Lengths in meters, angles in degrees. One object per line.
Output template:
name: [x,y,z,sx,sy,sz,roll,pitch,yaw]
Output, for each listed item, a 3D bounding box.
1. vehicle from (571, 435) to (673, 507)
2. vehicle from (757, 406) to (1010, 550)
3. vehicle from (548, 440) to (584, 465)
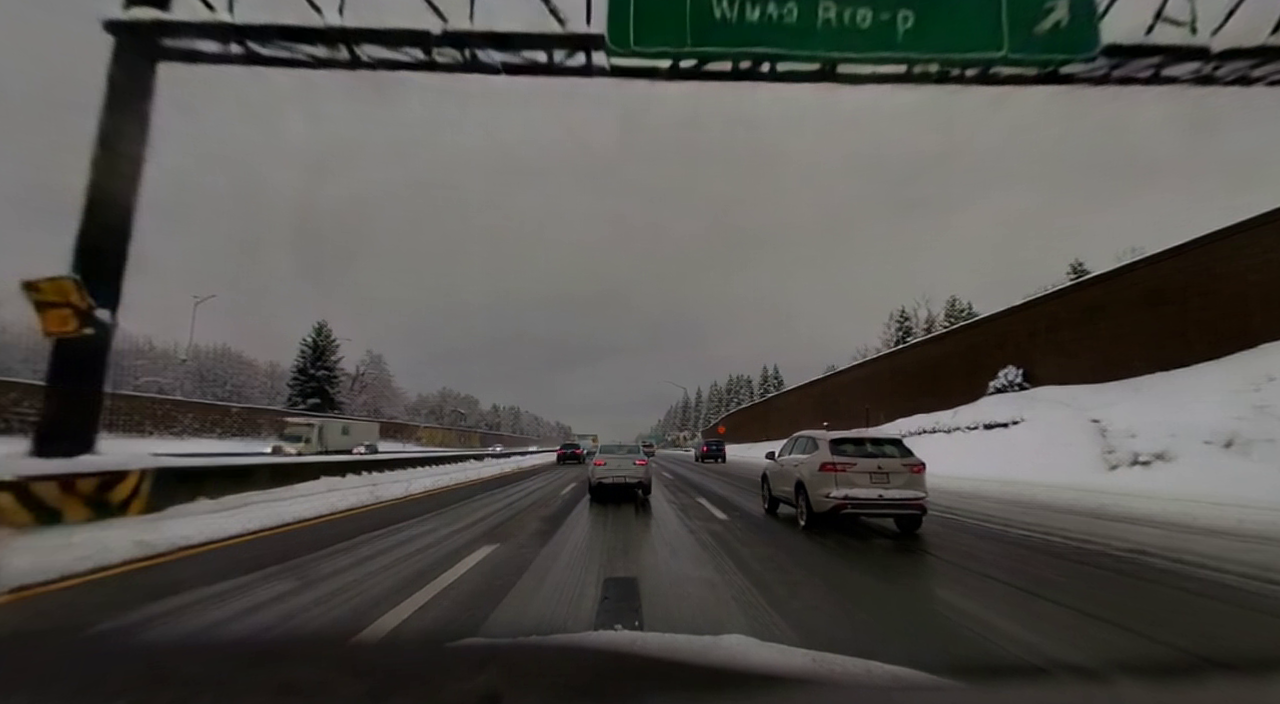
vehicle: [-0.421,2.750,15.062,2.098,1.475,3.997,0,-8,-2]
vehicle: [3.540,1.948,10.436,2.162,1.800,4.693,0,-8,-2]
vehicle: [-5.405,7.455,46.966,2.218,1.776,5.031,0,-8,-2]
